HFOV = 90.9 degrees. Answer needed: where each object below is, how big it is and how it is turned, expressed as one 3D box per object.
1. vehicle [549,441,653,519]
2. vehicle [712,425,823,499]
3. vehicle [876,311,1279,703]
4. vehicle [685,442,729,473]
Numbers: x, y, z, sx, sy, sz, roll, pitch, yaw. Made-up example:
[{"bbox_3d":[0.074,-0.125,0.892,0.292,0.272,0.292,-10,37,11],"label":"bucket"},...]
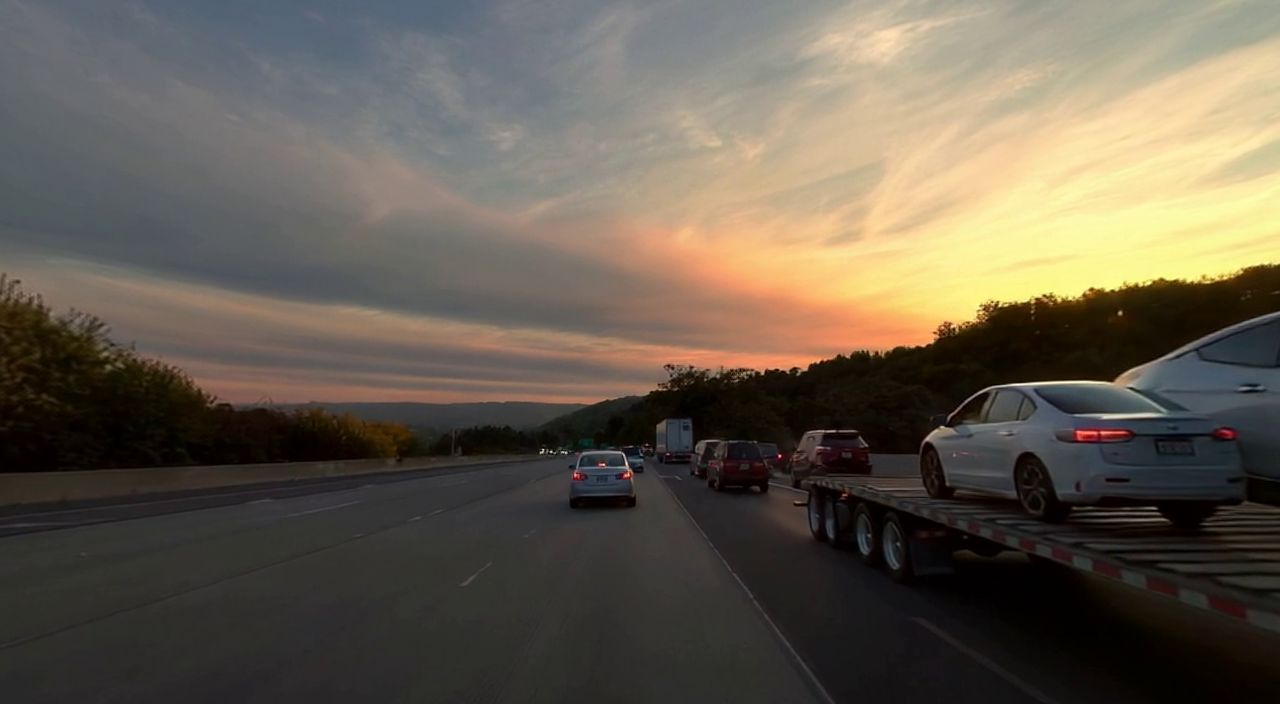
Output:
[{"bbox_3d":[-0.737,2.761,14.001,1.991,1.466,3.675,0,-9,0],"label":"vehicle"},{"bbox_3d":[3.535,3.161,18.297,2.303,1.889,3.920,0,-9,-1],"label":"vehicle"},{"bbox_3d":[3.413,1.005,4.095,1.959,1.783,4.407,0,-9,-1],"label":"vehicle"},{"bbox_3d":[3.680,5.922,35.486,1.938,1.660,4.223,0,-9,-1],"label":"vehicle"}]
